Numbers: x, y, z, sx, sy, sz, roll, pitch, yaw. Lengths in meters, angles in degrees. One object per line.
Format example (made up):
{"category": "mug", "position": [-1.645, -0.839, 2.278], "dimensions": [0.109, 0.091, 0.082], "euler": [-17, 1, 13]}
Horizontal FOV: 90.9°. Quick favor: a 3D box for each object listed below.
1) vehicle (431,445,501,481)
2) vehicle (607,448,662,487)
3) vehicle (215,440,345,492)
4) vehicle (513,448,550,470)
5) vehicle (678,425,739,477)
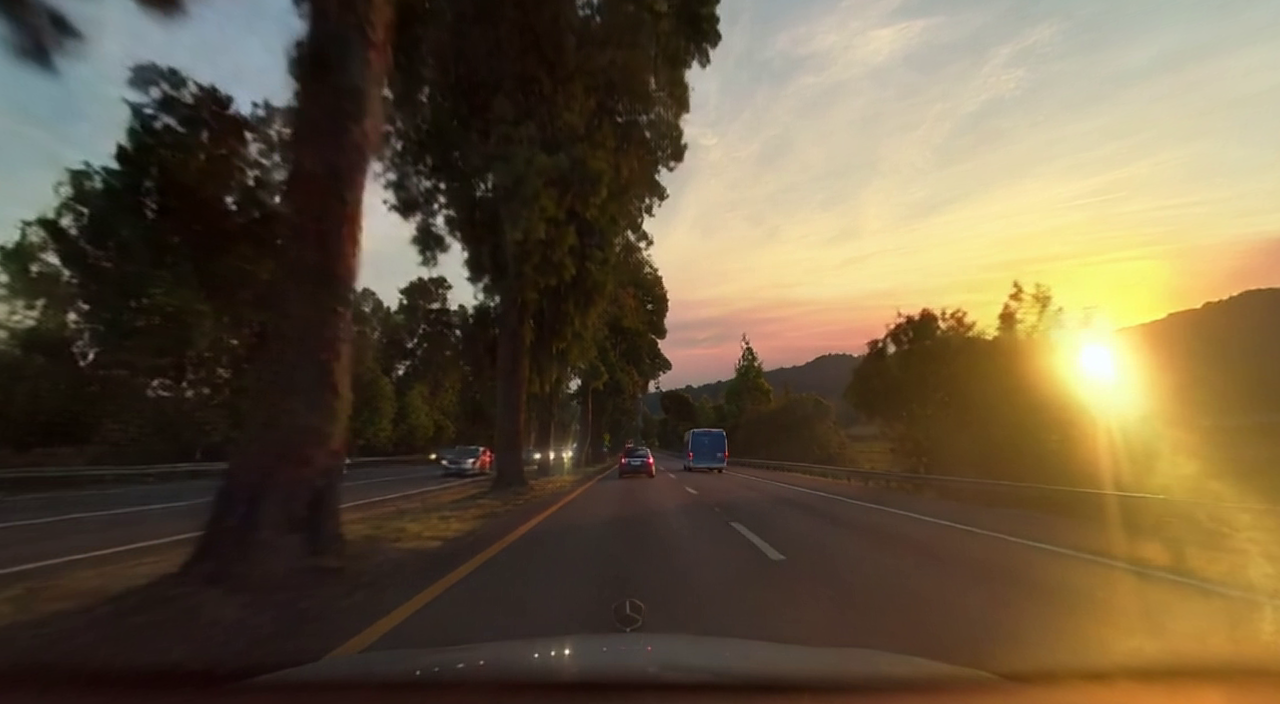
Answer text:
{"category": "vehicle", "position": [-7.480, 4.790, 27.472], "dimensions": [1.833, 1.444, 4.120], "euler": [0, -9, 0]}
{"category": "vehicle", "position": [-0.226, 4.605, 25.393], "dimensions": [2.037, 1.417, 3.885], "euler": [0, -9, 0]}
{"category": "vehicle", "position": [-12.100, 3.852, 21.563], "dimensions": [1.893, 1.567, 4.231], "euler": [0, -9, 0]}
{"category": "vehicle", "position": [-7.791, 7.699, 45.649], "dimensions": [1.898, 1.464, 4.386], "euler": [0, -9, 0]}
{"category": "vehicle", "position": [3.690, 5.511, 35.214], "dimensions": [2.513, 2.633, 5.930], "euler": [0, -9, -2]}
